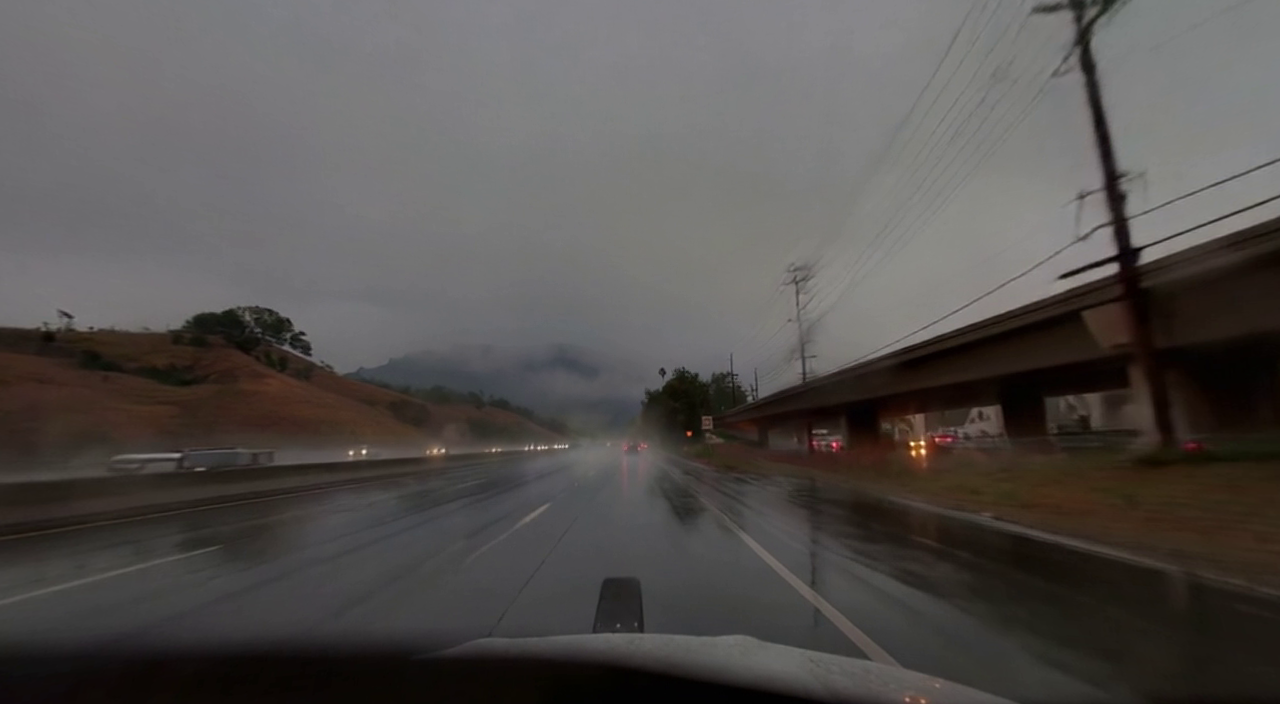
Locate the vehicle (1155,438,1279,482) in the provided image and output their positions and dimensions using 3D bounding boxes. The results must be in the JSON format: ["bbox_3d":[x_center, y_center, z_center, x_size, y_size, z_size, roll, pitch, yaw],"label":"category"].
[{"bbox_3d":[27.134,4.608,27.757,2.662,1.574,14.296,-5,-9,21],"label":"vehicle"}]
